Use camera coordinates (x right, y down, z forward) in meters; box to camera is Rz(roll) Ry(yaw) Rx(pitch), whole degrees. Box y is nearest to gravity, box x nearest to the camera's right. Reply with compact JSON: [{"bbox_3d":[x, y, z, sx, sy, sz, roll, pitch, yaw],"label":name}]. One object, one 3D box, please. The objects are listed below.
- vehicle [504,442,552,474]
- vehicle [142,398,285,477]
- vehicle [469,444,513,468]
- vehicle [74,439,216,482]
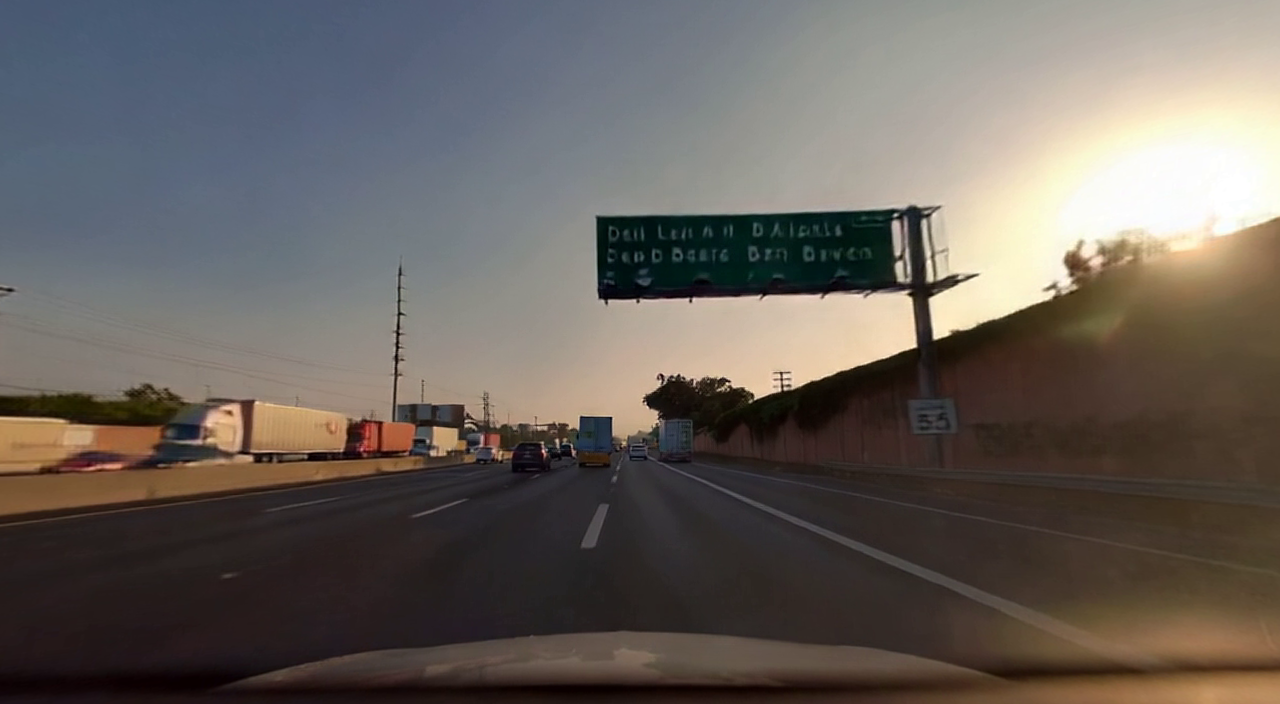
[{"bbox_3d":[-6.228,5.960,35.736,2.132,1.679,4.045,0,-9,-2],"label":"vehicle"},{"bbox_3d":[-22.847,4.699,34.521,2.995,3.817,6.961,0,-9,-2],"label":"vehicle"},{"bbox_3d":[-11.031,7.726,47.179,2.129,1.717,4.593,0,-9,0],"label":"vehicle"},{"bbox_3d":[-18.897,4.161,24.488,1.928,1.475,4.536,0,-9,-2],"label":"vehicle"}]
